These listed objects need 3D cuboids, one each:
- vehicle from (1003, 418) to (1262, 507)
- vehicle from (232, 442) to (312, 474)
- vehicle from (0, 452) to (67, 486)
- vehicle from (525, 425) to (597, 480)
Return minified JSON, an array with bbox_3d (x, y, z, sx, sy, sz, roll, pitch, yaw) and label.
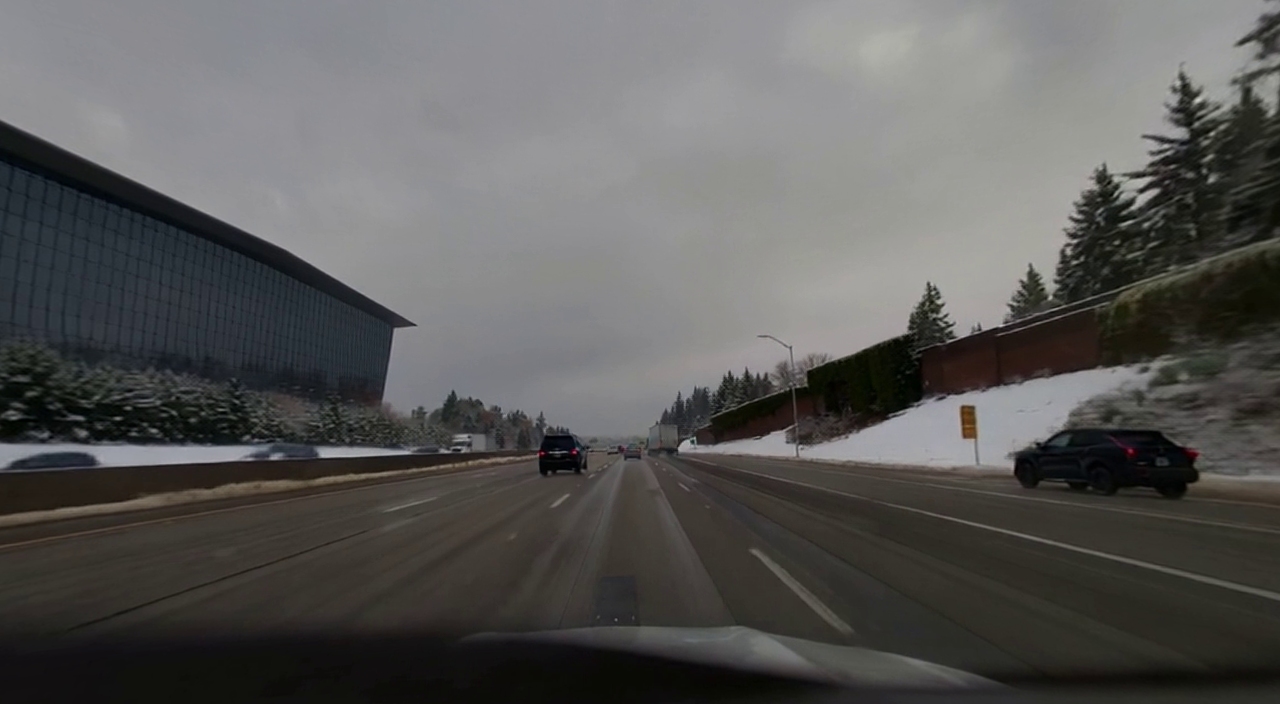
[{"bbox_3d":[11.449,2.629,15.365,2.089,1.787,5.080,0,-9,-1],"label":"vehicle"},{"bbox_3d":[-17.412,5.034,30.090,1.676,1.434,3.575,0,-9,0],"label":"vehicle"},{"bbox_3d":[-29.727,5.491,29.781,1.790,1.483,3.899,0,-9,-2],"label":"vehicle"},{"bbox_3d":[-3.174,4.225,26.633,2.284,2.022,5.752,0,-9,0],"label":"vehicle"}]
